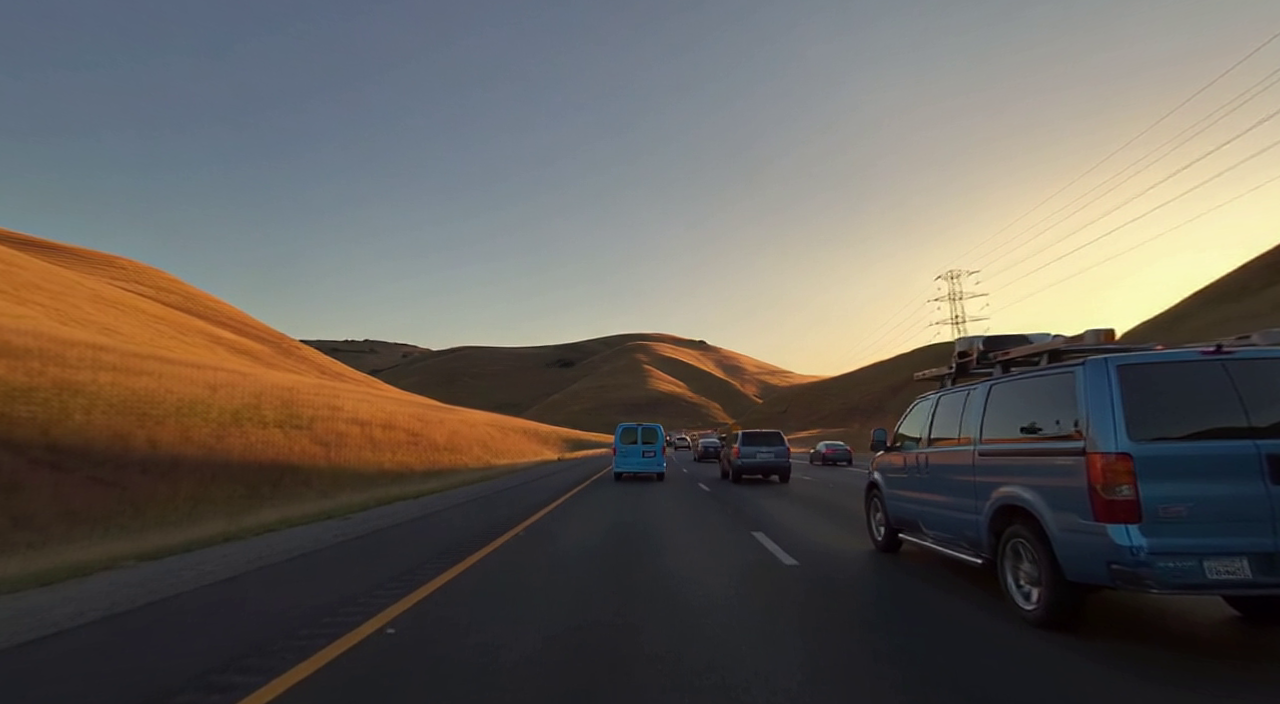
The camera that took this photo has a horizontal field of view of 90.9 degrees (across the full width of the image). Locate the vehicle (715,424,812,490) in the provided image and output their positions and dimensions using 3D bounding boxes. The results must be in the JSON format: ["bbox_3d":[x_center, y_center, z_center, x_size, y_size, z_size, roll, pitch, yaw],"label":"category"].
[{"bbox_3d":[3.702,3.264,19.867,2.139,1.821,4.480,0,-8,0],"label":"vehicle"}]

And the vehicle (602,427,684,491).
[{"bbox_3d":[0.112,3.306,19.802,2.268,1.772,4.523,0,-8,1],"label":"vehicle"}]

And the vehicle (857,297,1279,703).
[{"bbox_3d":[3.928,1.030,4.521,2.691,1.901,5.744,0,-8,0],"label":"vehicle"}]

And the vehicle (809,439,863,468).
[{"bbox_3d":[10.850,5.610,35.171,1.875,1.504,4.114,-1,-8,3],"label":"vehicle"}]
